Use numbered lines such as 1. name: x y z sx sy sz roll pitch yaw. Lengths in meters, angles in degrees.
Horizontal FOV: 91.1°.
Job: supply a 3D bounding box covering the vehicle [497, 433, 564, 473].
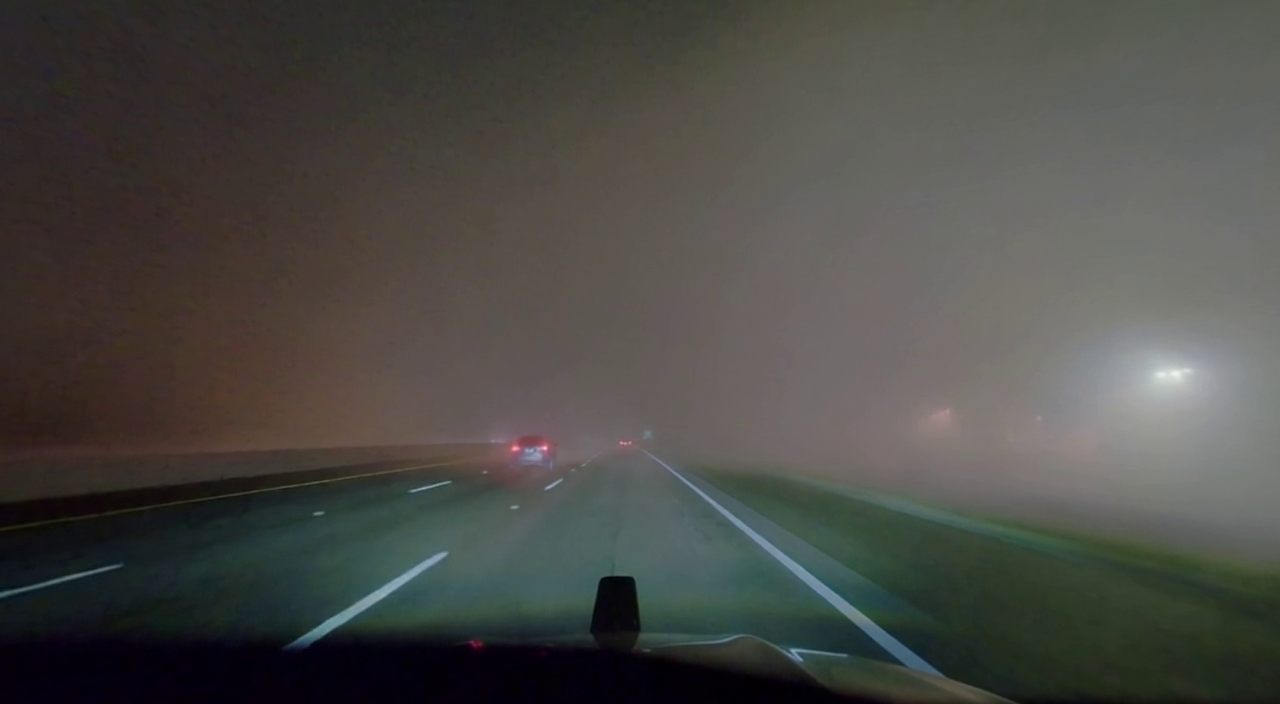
1. vehicle: -4.721 4.423 27.949 2.129 1.588 4.980 0 -8 0
